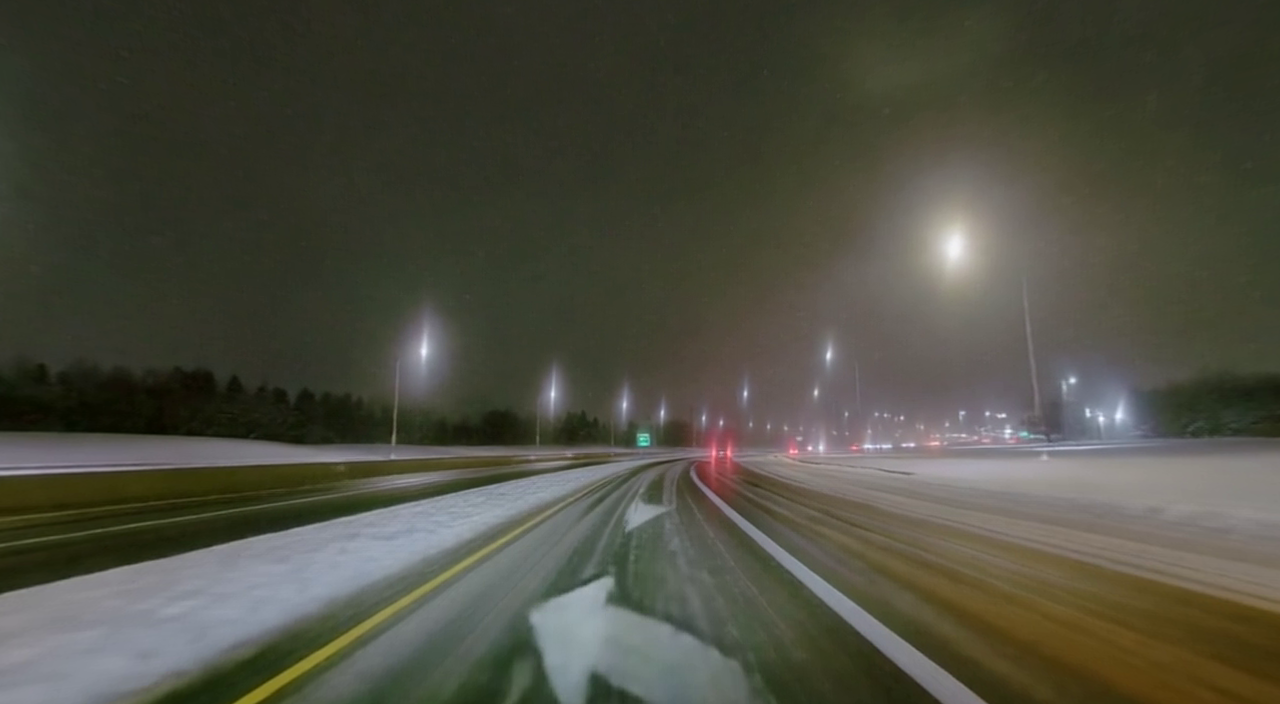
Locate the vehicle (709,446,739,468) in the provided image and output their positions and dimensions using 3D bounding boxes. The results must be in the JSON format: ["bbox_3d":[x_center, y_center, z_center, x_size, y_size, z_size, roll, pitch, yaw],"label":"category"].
[{"bbox_3d":[6.238,7.809,47.264,1.874,1.506,4.116,-1,-9,3],"label":"vehicle"}]
